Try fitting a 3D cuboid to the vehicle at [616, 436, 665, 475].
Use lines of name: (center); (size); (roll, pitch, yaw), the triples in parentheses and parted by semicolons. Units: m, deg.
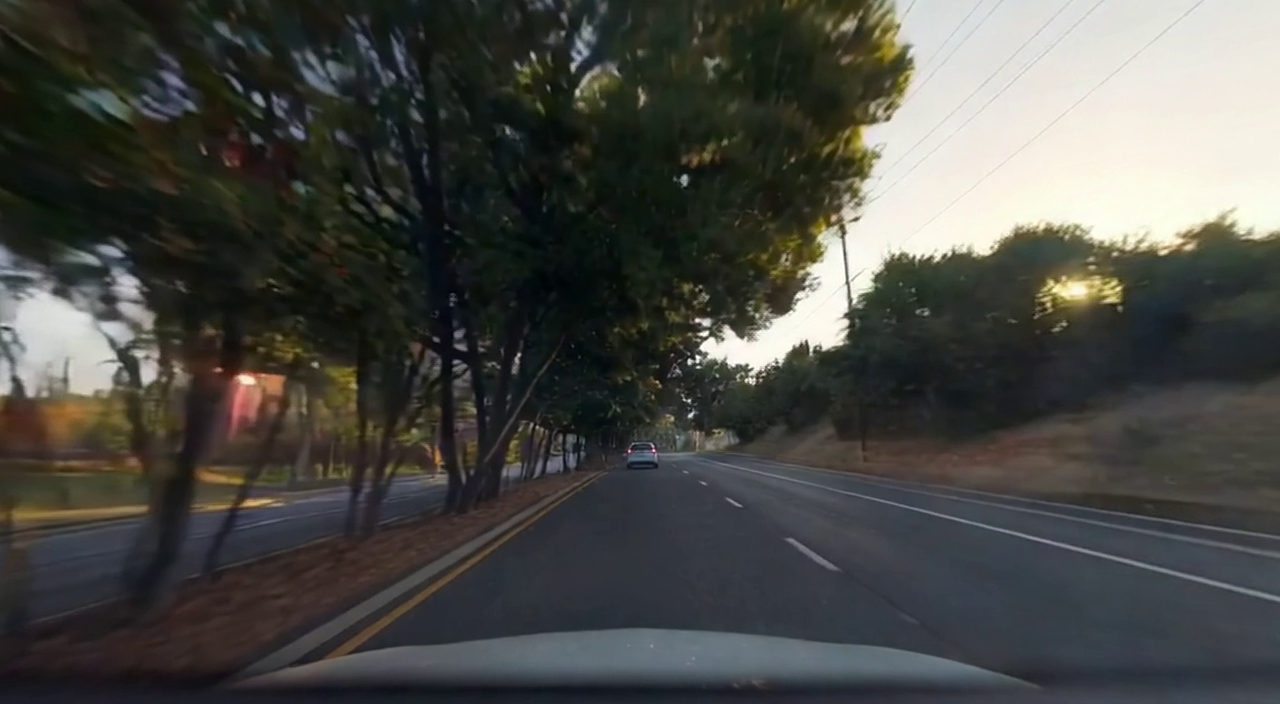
vehicle: (0.018, 5.056, 30.858); (2.256, 1.734, 4.176); (0, -8, 0)
